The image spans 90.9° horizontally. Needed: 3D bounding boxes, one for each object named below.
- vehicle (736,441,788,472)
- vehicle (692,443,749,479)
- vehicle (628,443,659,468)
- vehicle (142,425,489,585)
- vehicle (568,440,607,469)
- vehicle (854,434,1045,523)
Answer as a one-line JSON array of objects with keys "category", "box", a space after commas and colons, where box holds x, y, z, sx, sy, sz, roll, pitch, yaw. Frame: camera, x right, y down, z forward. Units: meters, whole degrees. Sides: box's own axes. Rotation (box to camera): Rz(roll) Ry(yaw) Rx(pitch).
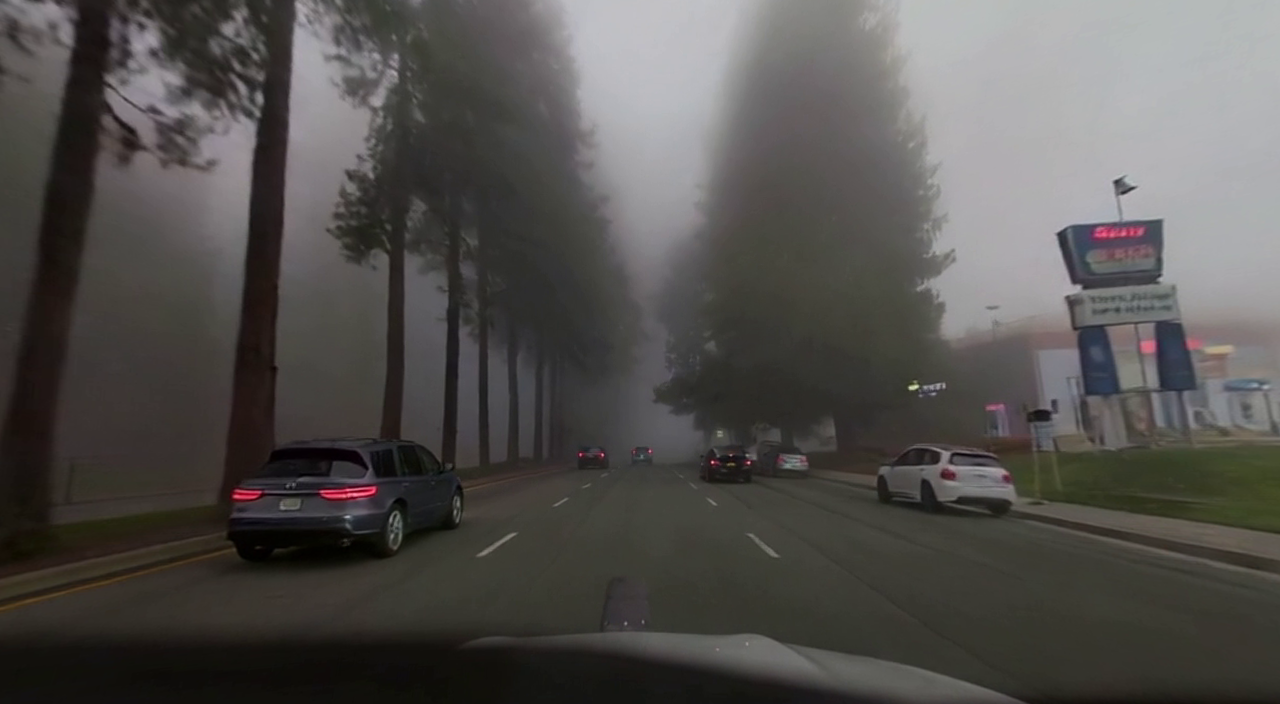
[{"category": "vehicle", "box": [6.819, 5.908, 35.798, 1.988, 1.659, 4.508, 0, -9, -1]}, {"category": "vehicle", "box": [3.533, 4.865, 28.544, 2.010, 1.486, 4.498, 0, -8, 0]}, {"category": "vehicle", "box": [0.243, 6.687, 40.903, 1.922, 1.579, 3.642, 0, -8, 0]}, {"category": "vehicle", "box": [-3.785, 1.869, 8.757, 1.988, 1.530, 5.155, 0, -8, 1]}, {"category": "vehicle", "box": [-3.364, 6.653, 41.014, 2.051, 1.747, 4.370, 0, -8, 1]}, {"category": "vehicle", "box": [6.374, 2.626, 13.667, 1.983, 1.599, 4.243, 0, -9, 0]}]
